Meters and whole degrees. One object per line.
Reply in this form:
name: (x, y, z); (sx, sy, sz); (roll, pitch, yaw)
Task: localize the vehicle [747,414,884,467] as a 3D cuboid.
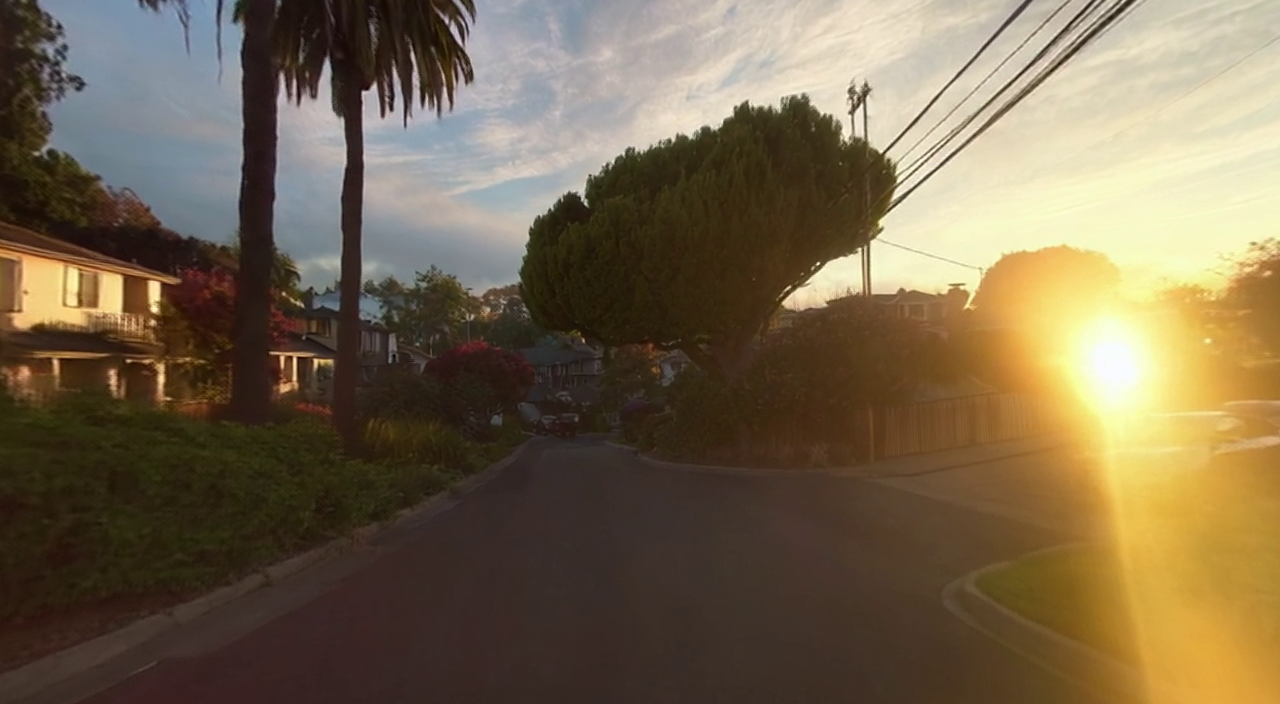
vehicle: (7.630, 3.893, 27.314); (5.663, 1.913, 2.170); (7, -10, -25)

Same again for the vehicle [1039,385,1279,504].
vehicle: (10.522, 1.835, 12.089); (4.443, 1.948, 2.230); (3, -12, -16)
